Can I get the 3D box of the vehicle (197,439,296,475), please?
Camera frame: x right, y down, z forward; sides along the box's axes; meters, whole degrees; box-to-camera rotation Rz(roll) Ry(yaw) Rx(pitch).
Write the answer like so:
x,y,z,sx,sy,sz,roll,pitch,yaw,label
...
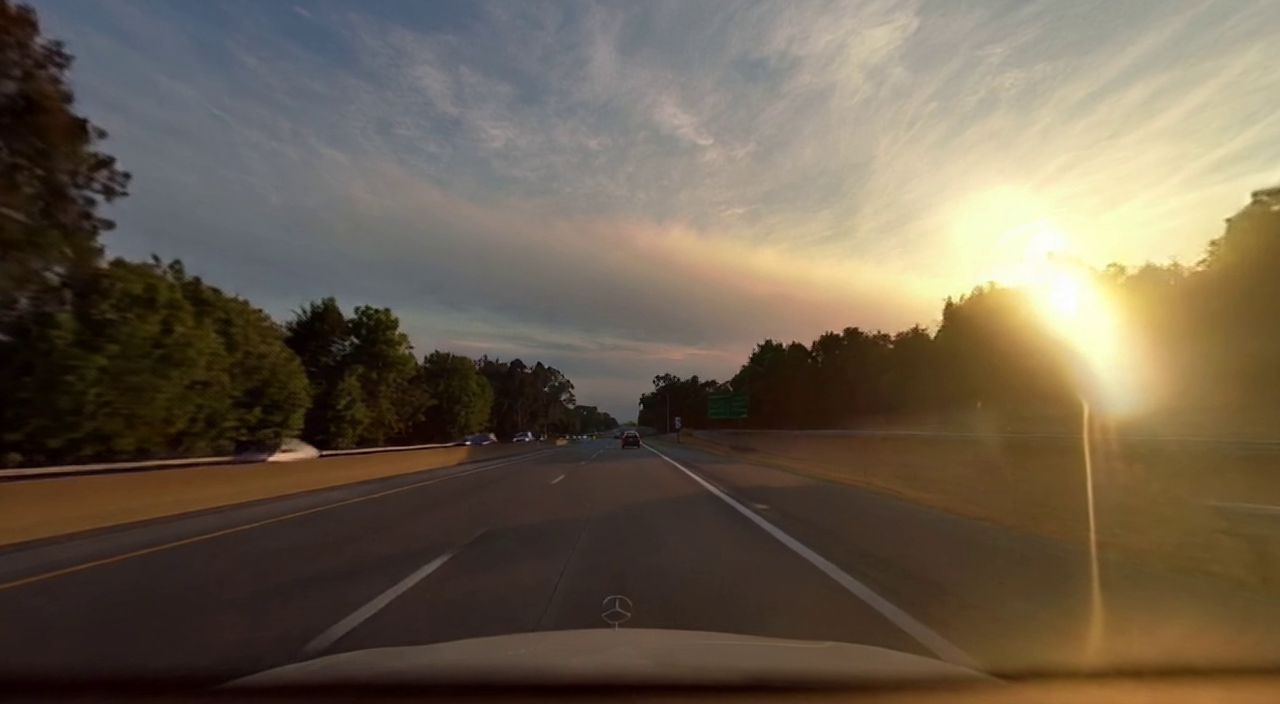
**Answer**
x,y,z,sx,sy,sz,roll,pitch,yaw,label
-17.175,4.563,27.738,1.803,1.448,4.009,0,-8,-1,vehicle
